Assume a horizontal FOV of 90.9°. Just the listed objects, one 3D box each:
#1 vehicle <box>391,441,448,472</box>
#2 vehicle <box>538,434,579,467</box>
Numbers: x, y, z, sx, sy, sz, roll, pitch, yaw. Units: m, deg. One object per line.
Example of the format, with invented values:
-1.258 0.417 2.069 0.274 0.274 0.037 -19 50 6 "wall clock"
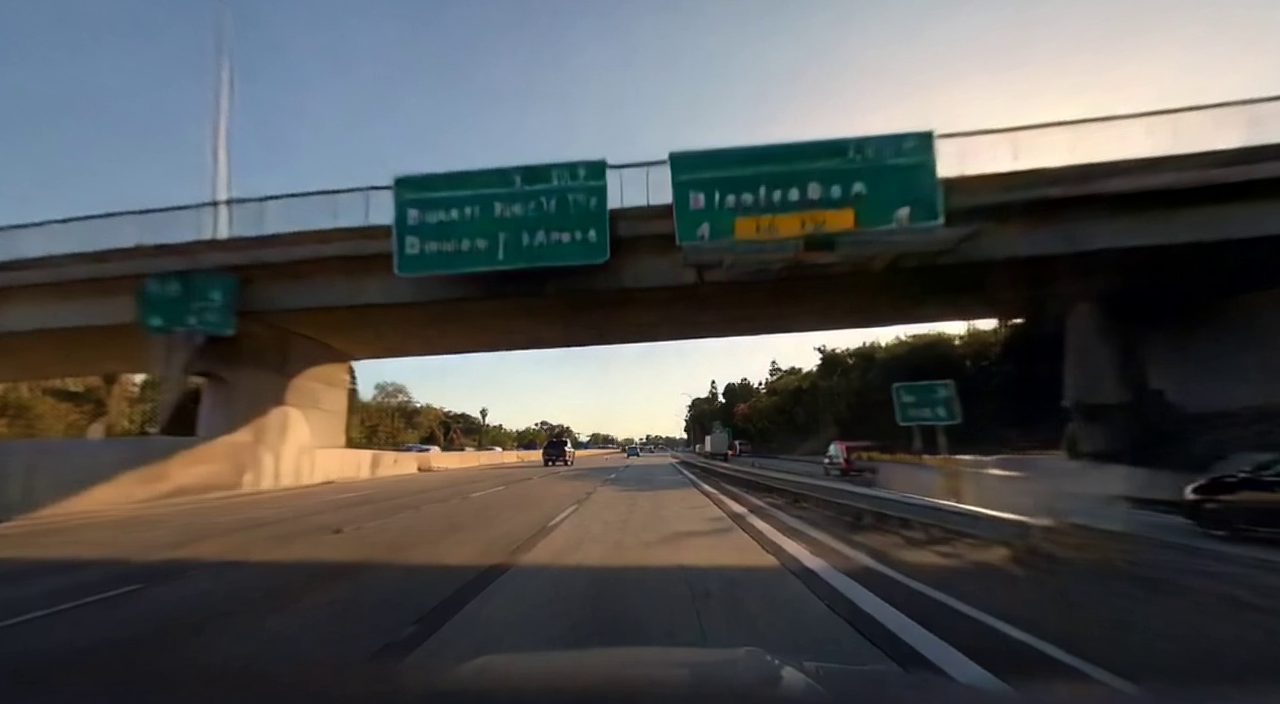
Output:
-15.378 7.320 44.383 2.088 2.011 4.960 0 -8 1 "vehicle"
-6.344 7.725 49.643 2.264 2.379 5.248 0 -8 2 "vehicle"
